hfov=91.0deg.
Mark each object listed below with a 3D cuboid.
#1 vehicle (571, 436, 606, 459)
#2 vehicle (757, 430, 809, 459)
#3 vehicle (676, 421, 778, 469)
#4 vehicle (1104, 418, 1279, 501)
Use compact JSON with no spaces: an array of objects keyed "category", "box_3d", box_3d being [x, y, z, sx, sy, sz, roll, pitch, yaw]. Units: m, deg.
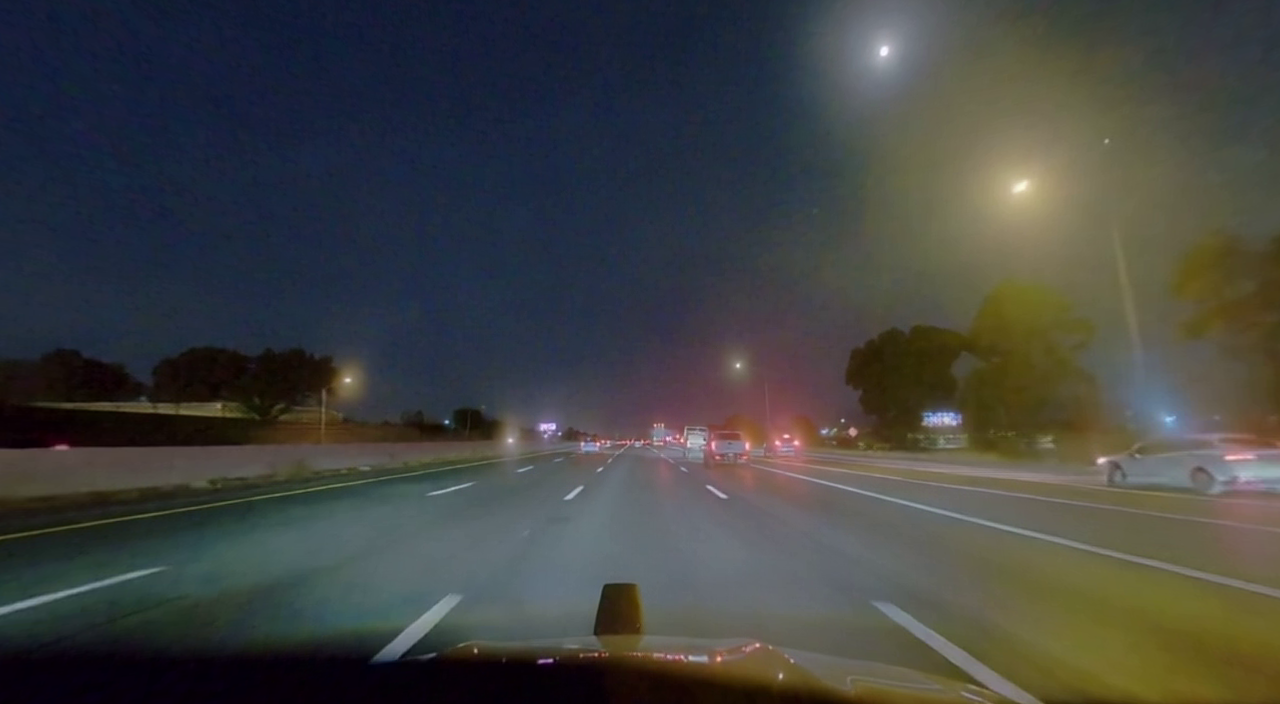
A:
[{"category":"vehicle","box_3d":[-3.482,6.548,43.283,2.066,1.500,4.415,0,-8,0]},{"category":"vehicle","box_3d":[10.126,6.633,45.148,2.184,1.873,5.466,0,-8,-3]},{"category":"vehicle","box_3d":[4.024,4.908,33.267,3.042,2.004,14.051,0,-8,-2]},{"category":"vehicle","box_3d":[15.055,2.626,15.592,2.261,1.824,5.678,1,-8,-8]}]
